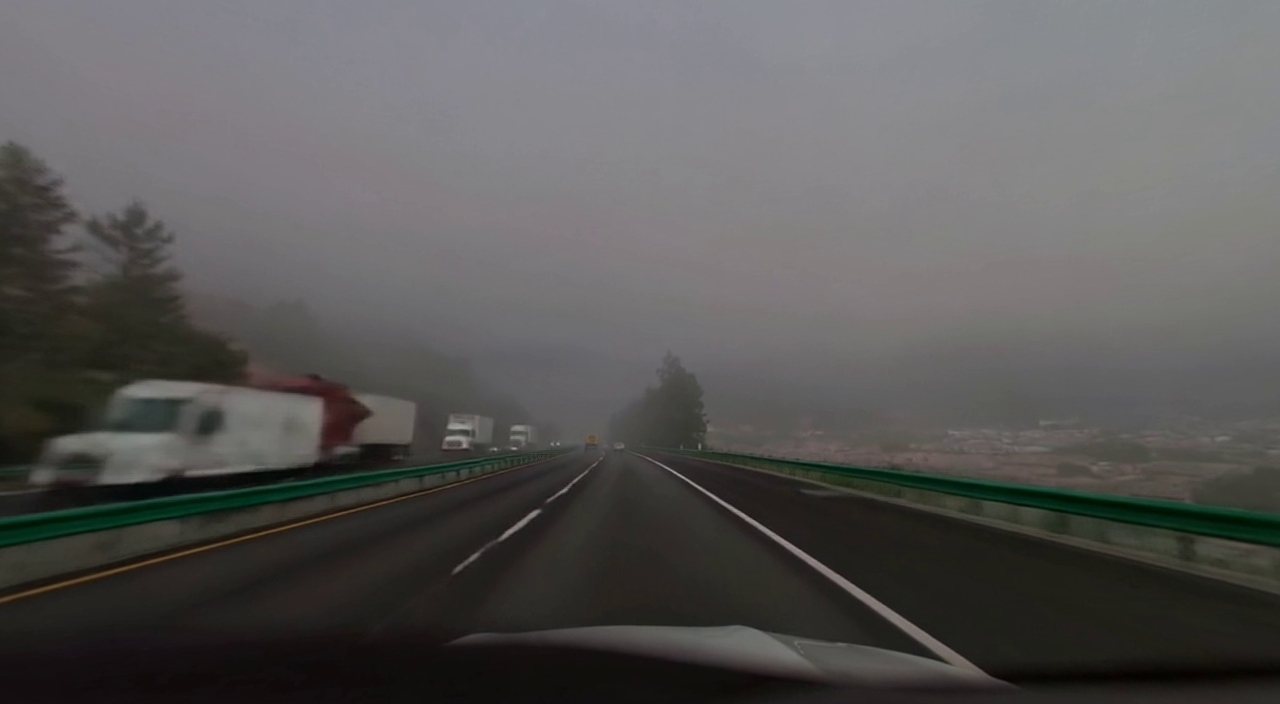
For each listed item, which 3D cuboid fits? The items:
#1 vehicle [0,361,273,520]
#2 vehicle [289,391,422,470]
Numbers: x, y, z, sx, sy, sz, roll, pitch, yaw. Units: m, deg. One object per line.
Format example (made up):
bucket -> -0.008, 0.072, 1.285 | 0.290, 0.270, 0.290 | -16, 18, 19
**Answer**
vehicle -> -11.550, 1.998, 14.314 | 2.498, 2.794, 6.249 | 0, -8, 1
vehicle -> -15.162, 4.384, 34.641 | 3.053, 3.708, 9.501 | 0, -8, -2
